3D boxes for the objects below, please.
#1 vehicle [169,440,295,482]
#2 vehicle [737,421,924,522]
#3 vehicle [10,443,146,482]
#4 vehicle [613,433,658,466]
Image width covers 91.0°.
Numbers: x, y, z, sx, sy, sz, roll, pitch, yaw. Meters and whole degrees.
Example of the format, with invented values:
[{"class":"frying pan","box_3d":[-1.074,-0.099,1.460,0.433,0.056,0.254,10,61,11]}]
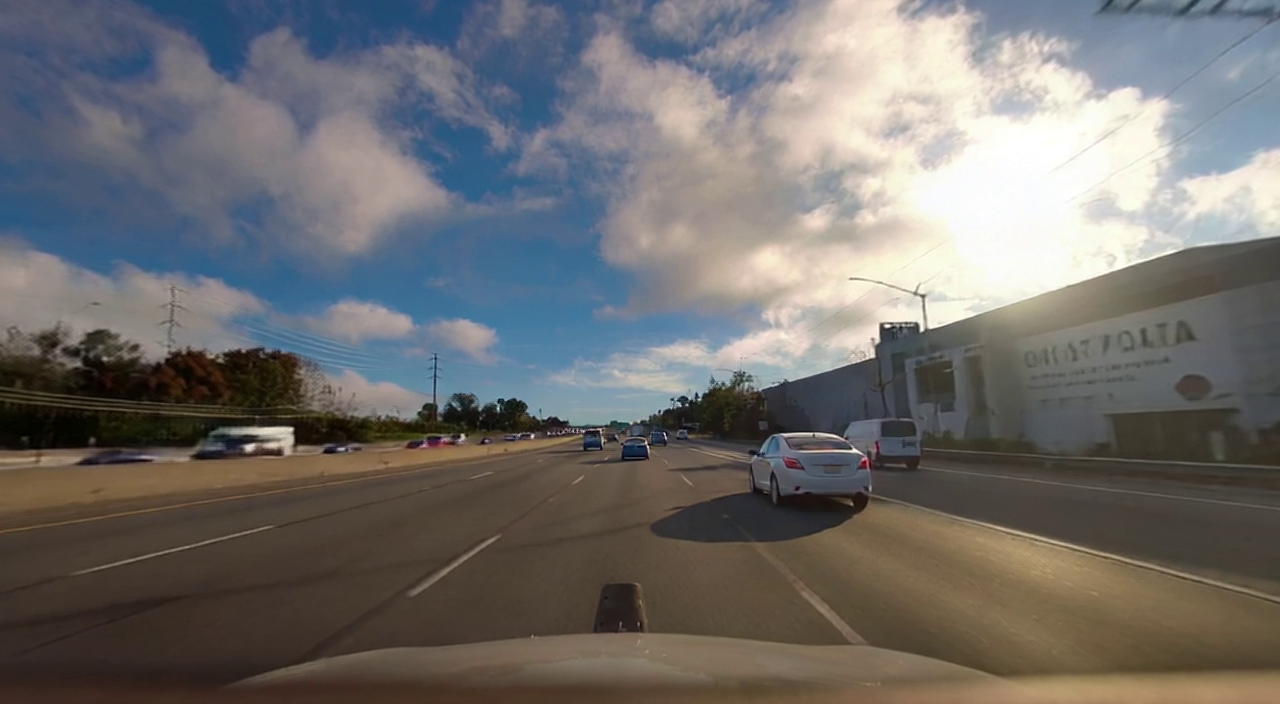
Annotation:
[{"class":"vehicle","box_3d":[-16.292,4.350,25.492,1.949,1.499,4.633,0,-8,0]},{"class":"vehicle","box_3d":[3.257,2.149,11.882,1.995,1.533,4.463,0,-8,-2]},{"class":"vehicle","box_3d":[-23.475,4.584,26.540,1.825,1.491,4.151,0,-8,1]},{"class":"vehicle","box_3d":[-0.239,4.685,30.301,2.019,1.472,3.971,0,-8,-1]}]
